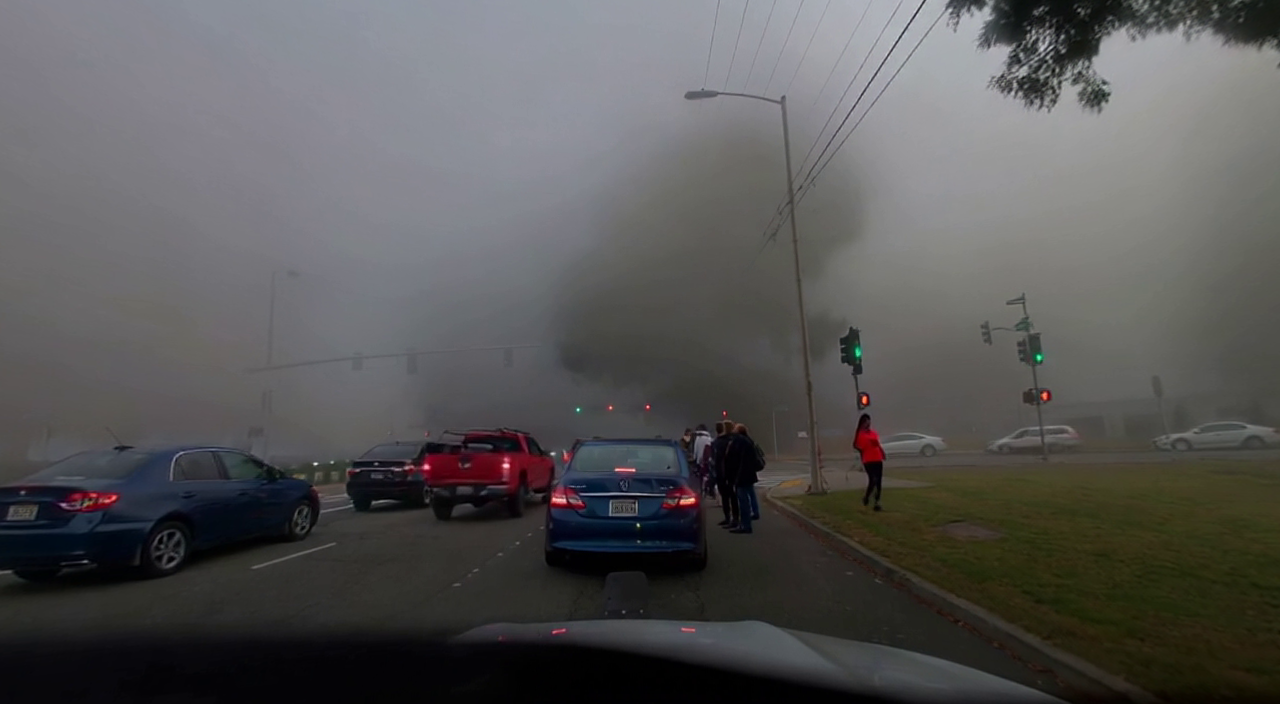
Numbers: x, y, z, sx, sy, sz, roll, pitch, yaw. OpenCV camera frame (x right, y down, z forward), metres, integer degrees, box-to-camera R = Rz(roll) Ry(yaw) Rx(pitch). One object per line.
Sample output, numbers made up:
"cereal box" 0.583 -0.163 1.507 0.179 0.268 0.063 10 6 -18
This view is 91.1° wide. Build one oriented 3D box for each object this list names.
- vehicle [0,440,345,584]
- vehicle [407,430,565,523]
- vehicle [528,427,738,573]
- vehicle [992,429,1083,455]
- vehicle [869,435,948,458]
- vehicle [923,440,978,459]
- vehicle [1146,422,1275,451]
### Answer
"vehicle" -6.338 2.060 9.001 1.948 1.530 4.283 0 -9 3
"vehicle" -3.075 2.605 13.722 2.040 1.660 4.609 -1 -9 3
"vehicle" -0.052 1.860 8.688 2.182 1.501 4.150 0 -9 1
"vehicle" 23.804 5.435 37.750 4.454 1.440 1.816 -5 -10 30
"vehicle" 17.563 6.197 41.114 4.441 1.452 1.798 -5 -10 30
"vehicle" 24.619 7.706 49.784 3.662 1.442 1.787 -5 -10 32
"vehicle" 30.535 4.587 33.801 4.739 1.472 1.804 -5 -10 29
